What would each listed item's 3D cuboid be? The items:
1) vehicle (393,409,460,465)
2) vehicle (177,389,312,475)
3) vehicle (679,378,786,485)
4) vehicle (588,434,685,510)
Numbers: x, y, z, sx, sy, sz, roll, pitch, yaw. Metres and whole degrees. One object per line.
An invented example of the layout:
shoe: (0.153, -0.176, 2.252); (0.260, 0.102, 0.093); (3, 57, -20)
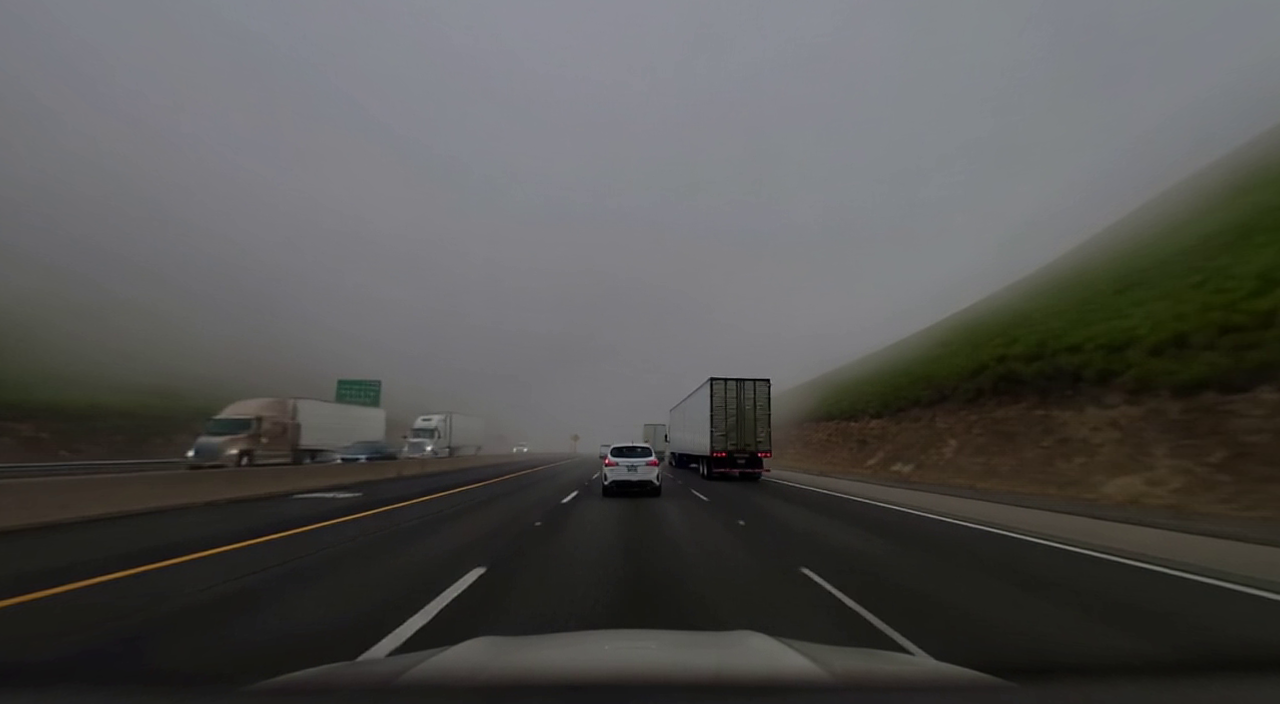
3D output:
vehicle: (-15.820, 6.419, 47.281); (2.985, 3.964, 5.868); (0, -9, -1)
vehicle: (-19.879, 4.155, 32.258); (2.977, 3.953, 5.858); (0, -9, -1)
vehicle: (3.933, 4.073, 30.983); (2.812, 4.024, 14.098); (0, -9, -1)
vehicle: (-0.104, 2.928, 15.737); (2.109, 1.639, 3.768); (0, -9, -1)
